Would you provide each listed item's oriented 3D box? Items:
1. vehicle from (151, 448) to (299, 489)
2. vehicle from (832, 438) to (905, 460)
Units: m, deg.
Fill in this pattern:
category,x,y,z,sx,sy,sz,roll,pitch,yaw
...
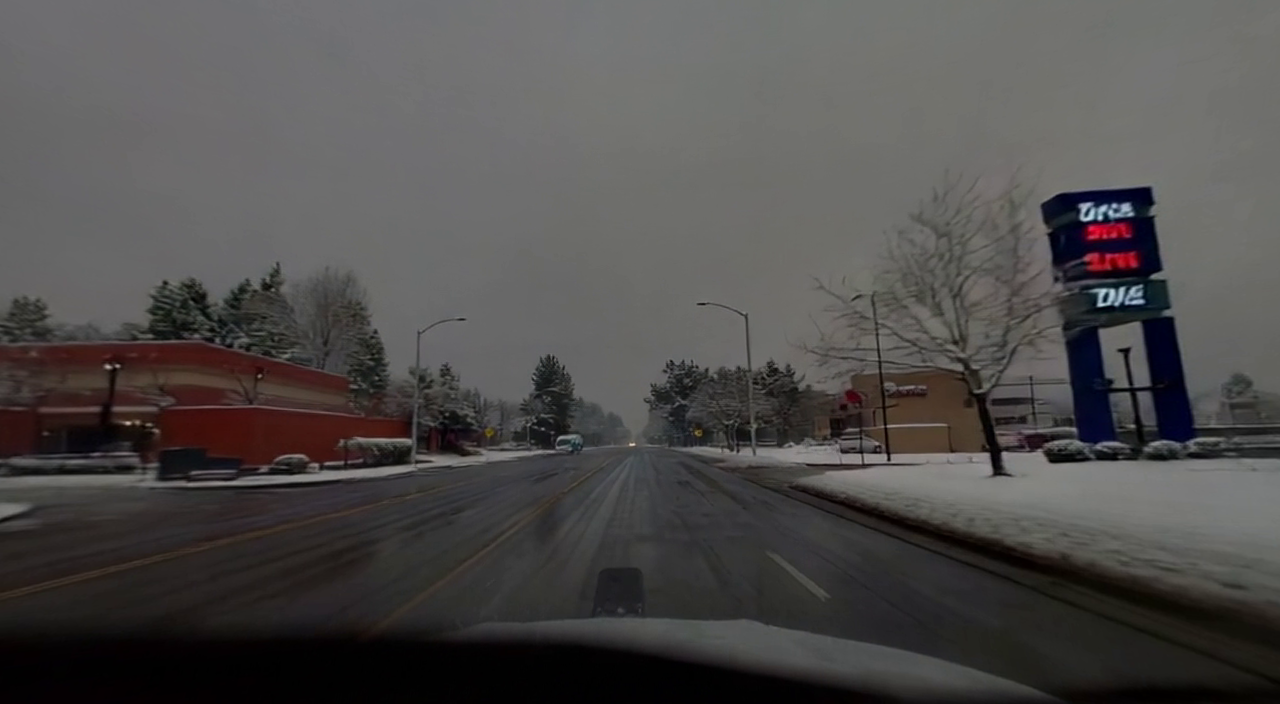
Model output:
category,x,y,z,sx,sy,sz,roll,pitch,yaw
vehicle,-17.002,4.777,26.083,4.658,1.544,2.056,0,-8,1
vehicle,16.054,6.839,44.502,4.372,1.455,1.914,0,-8,-2
